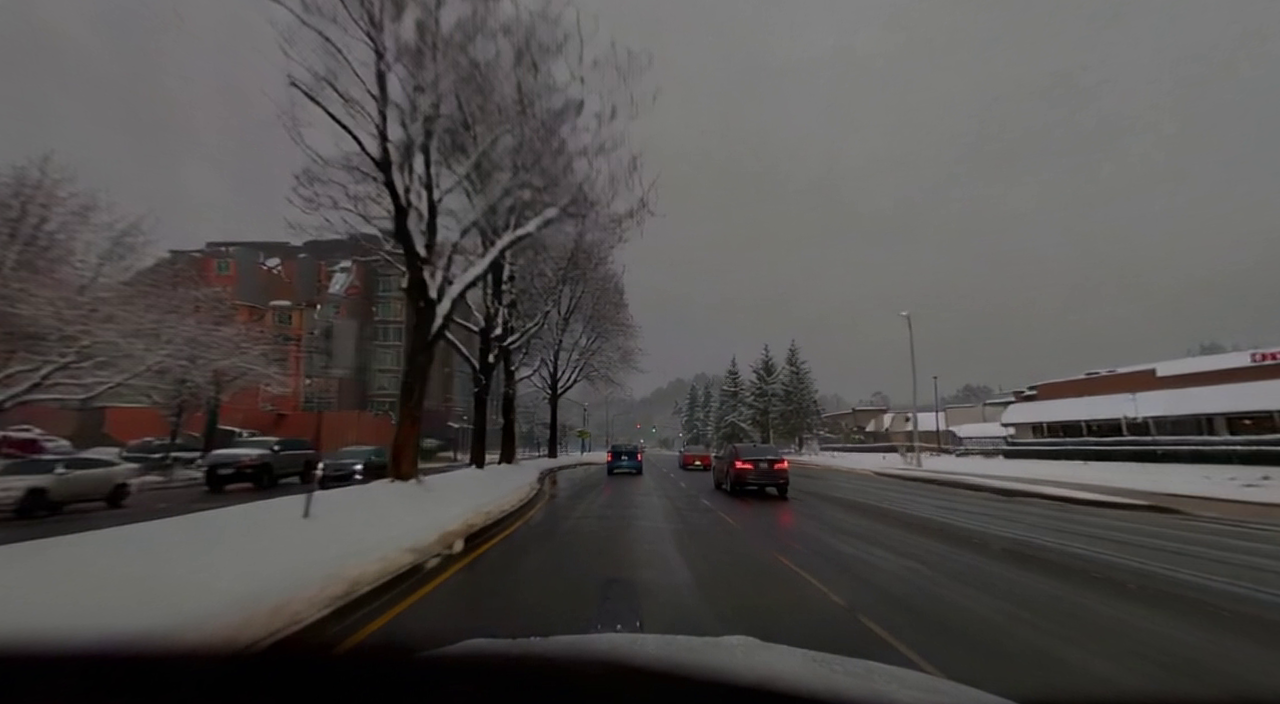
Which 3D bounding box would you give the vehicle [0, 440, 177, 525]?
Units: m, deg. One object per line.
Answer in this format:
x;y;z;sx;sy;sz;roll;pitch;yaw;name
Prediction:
-12.296;2.595;13.070;2.048;1.470;4.514;-1;-8;-1;vehicle

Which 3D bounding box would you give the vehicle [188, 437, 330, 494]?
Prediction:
-12.624;3.754;21.363;2.002;1.686;4.477;-1;-8;0;vehicle

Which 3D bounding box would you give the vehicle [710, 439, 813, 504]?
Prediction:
3.033;3.066;16.569;1.852;1.498;3.825;0;-9;-1;vehicle

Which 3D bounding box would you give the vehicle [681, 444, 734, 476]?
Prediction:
3.306;5.374;31.730;2.098;1.456;4.372;0;-9;-1;vehicle

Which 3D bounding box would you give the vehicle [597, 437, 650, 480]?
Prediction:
-0.669;4.512;26.918;2.101;1.694;3.979;0;-9;0;vehicle

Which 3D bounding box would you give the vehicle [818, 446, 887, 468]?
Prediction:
16.463;8.101;48.993;4.517;1.491;2.056;-1;-9;-7;vehicle

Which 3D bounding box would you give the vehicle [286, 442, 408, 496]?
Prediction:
-8.963;3.595;19.781;1.849;1.506;4.060;0;-9;0;vehicle
